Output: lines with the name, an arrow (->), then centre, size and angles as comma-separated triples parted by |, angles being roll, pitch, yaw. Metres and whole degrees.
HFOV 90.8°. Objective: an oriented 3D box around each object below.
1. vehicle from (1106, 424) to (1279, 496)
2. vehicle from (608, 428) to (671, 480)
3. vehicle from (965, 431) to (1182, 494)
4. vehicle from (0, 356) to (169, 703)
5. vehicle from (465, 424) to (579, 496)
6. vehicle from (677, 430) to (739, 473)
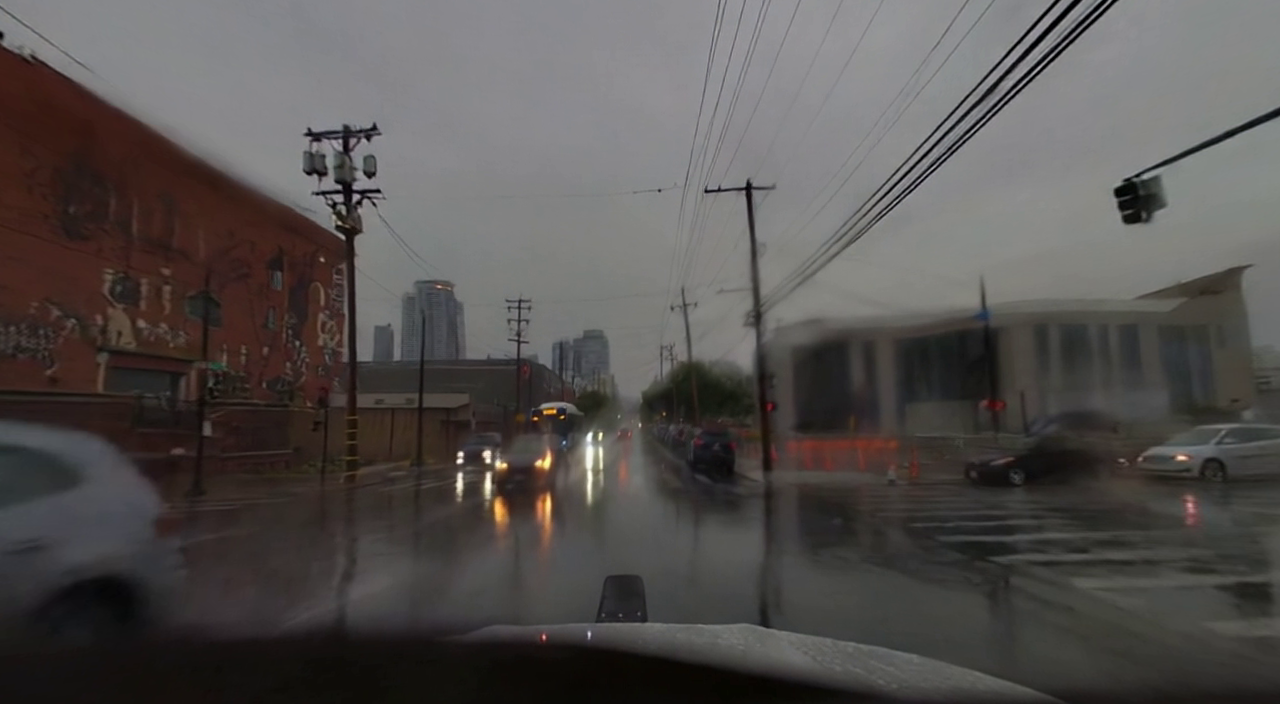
vehicle -> 14.228, 2.493, 14.711 | 5.045, 1.527, 2.107 | 0, -8, -1
vehicle -> -0.054, 3.837, 23.927 | 2.190, 1.783, 4.048 | 0, -8, -1
vehicle -> 12.044, 3.074, 17.823 | 4.576, 1.650, 1.980 | 0, -8, 2
vehicle -> -3.284, 0.663, 0.960 | 2.055, 1.660, 3.954 | 0, -8, -1
vehicle -> -3.483, 3.372, 20.150 | 2.474, 1.926, 5.823 | 0, -8, 0
vehicle -> 2.922, 4.418, 28.144 | 2.171, 1.751, 4.373 | 0, -9, -1
